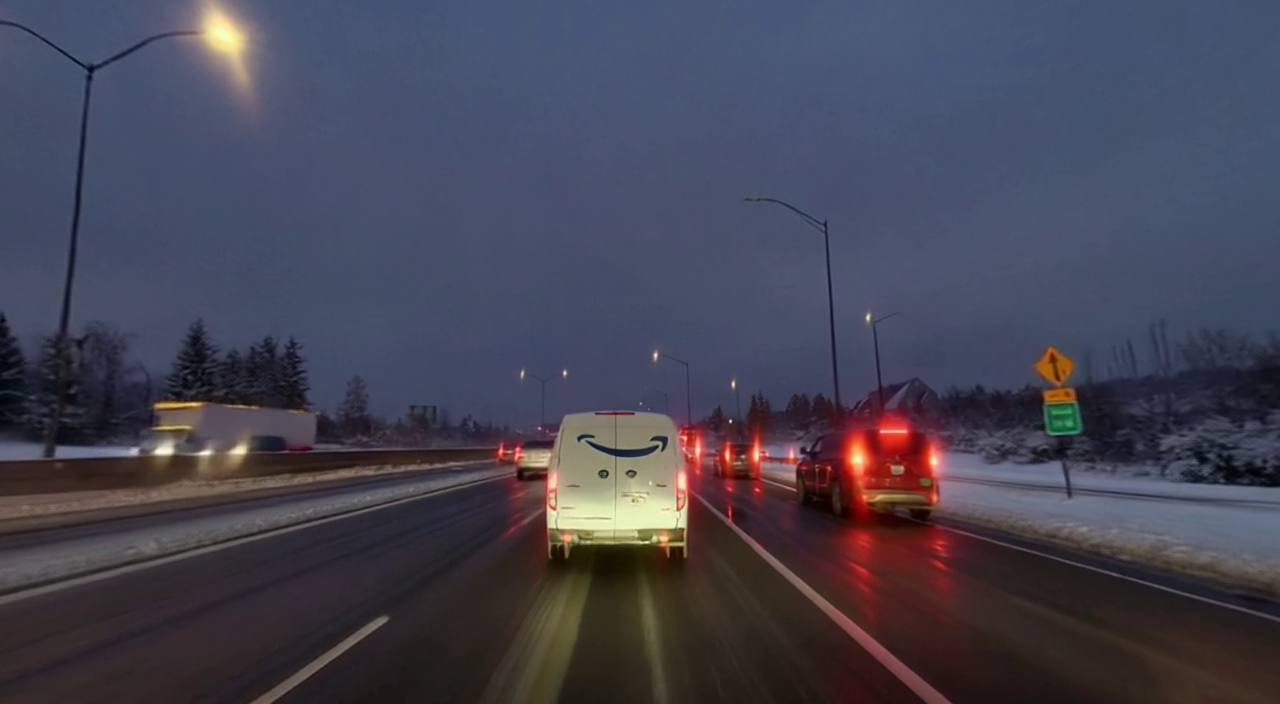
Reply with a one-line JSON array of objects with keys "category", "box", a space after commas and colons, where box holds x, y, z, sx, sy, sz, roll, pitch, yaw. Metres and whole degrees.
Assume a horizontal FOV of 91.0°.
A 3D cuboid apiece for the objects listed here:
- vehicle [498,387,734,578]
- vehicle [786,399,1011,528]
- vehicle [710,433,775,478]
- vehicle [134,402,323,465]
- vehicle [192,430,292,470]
[{"category": "vehicle", "box": [-0.181, 1.586, 8.371, 2.287, 1.823, 4.369, 0, -9, 1]}, {"category": "vehicle", "box": [4.696, 2.148, 12.635, 2.179, 1.999, 5.331, 1, -9, -1]}, {"category": "vehicle", "box": [4.238, 4.375, 26.788, 2.064, 1.720, 4.416, 0, -9, 0]}, {"category": "vehicle", "box": [-29.448, 6.257, 47.000, 2.891, 3.833, 16.639, 0, -9, 0]}, {"category": "vehicle", "box": [-16.088, 3.986, 25.668, 1.619, 1.467, 3.619, 0, -8, 1]}]
